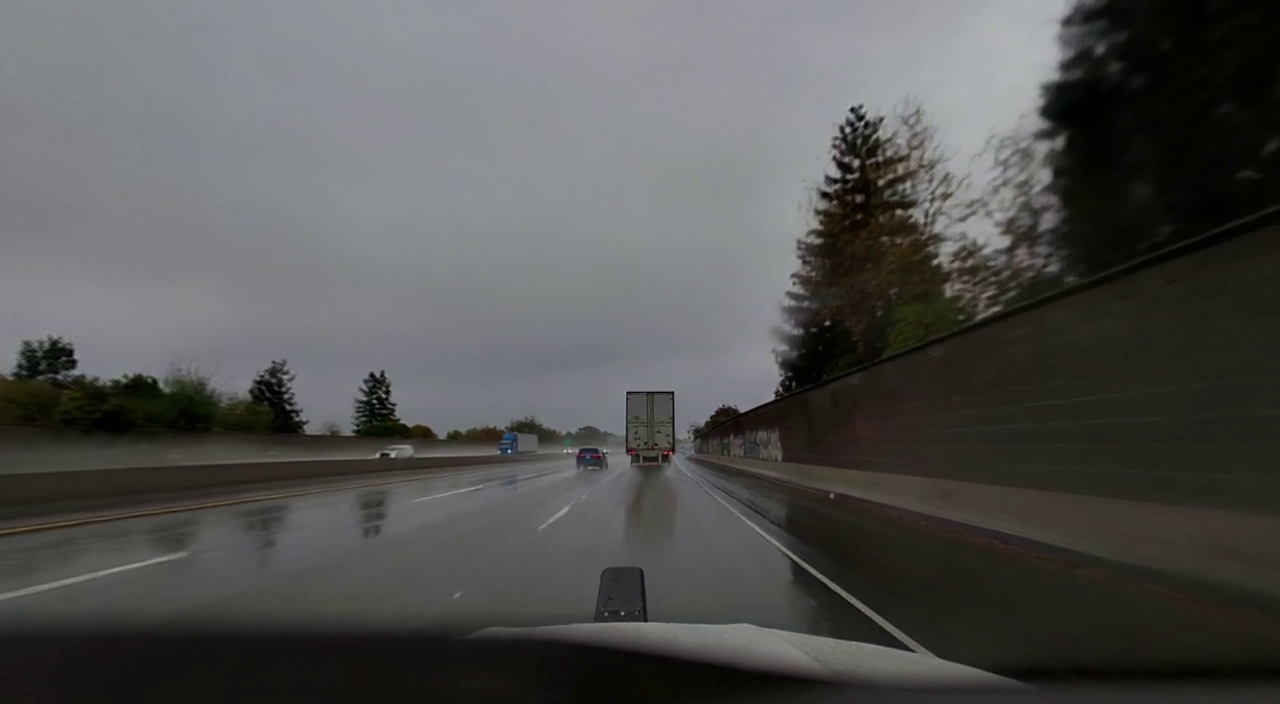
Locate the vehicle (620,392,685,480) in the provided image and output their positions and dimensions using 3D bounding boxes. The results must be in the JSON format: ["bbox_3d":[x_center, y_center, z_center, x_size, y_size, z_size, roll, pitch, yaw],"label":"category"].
[{"bbox_3d":[0.631,4.732,34.716,2.997,4.069,10.871,0,-9,0],"label":"vehicle"}]
